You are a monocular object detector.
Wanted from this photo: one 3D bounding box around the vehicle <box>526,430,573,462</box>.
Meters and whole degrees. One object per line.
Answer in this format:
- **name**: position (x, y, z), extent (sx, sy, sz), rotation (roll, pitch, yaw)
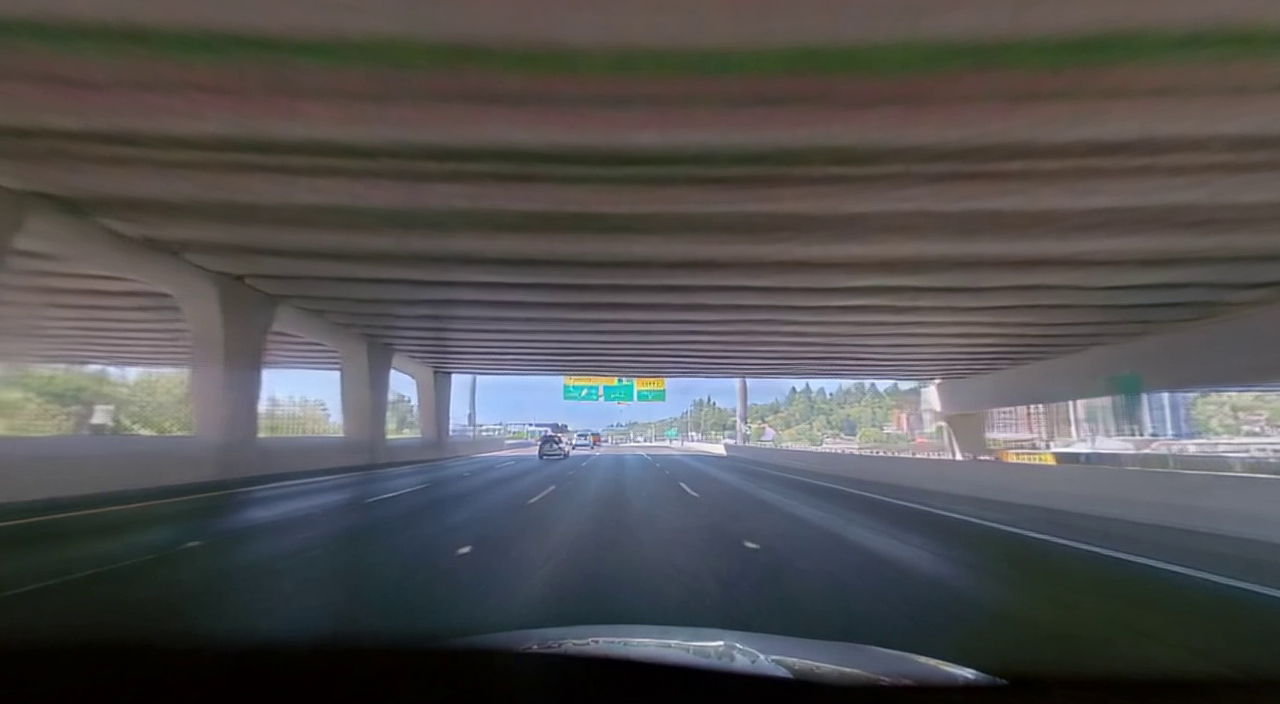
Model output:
- **vehicle**: position (-4.555, 4.786, 32.141), extent (1.878, 1.548, 3.966), rotation (0, -8, -1)
